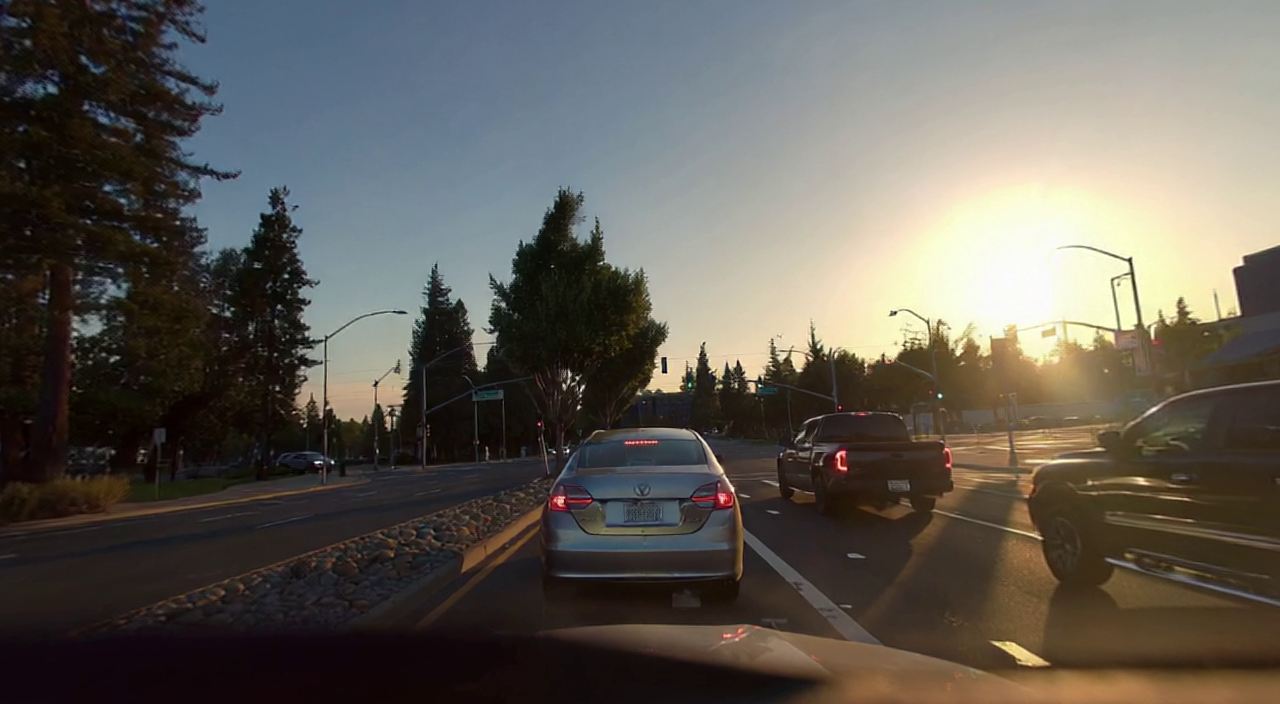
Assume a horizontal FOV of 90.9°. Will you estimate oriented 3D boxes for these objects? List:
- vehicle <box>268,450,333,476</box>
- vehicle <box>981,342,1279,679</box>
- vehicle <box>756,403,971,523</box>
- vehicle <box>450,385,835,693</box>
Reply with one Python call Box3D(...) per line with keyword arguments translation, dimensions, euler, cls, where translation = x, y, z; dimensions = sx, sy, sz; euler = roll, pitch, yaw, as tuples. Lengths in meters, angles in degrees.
Box3D(translation=(-24.042, 7.840, 44.871), dimensions=(1.798, 1.706, 4.385), euler=(-1, -8, 6), cls="vehicle")
Box3D(translation=(4.480, 0.944, 4.040), dimensions=(2.019, 1.803, 4.634), euler=(-1, -8, 1), cls="vehicle")
Box3D(translation=(4.179, 2.222, 13.194), dimensions=(2.319, 1.930, 5.651), euler=(0, -8, -1), cls="vehicle")
Box3D(translation=(-0.013, 1.318, 5.539), dimensions=(2.116, 1.677, 3.948), euler=(0, -8, -1), cls="vehicle")
